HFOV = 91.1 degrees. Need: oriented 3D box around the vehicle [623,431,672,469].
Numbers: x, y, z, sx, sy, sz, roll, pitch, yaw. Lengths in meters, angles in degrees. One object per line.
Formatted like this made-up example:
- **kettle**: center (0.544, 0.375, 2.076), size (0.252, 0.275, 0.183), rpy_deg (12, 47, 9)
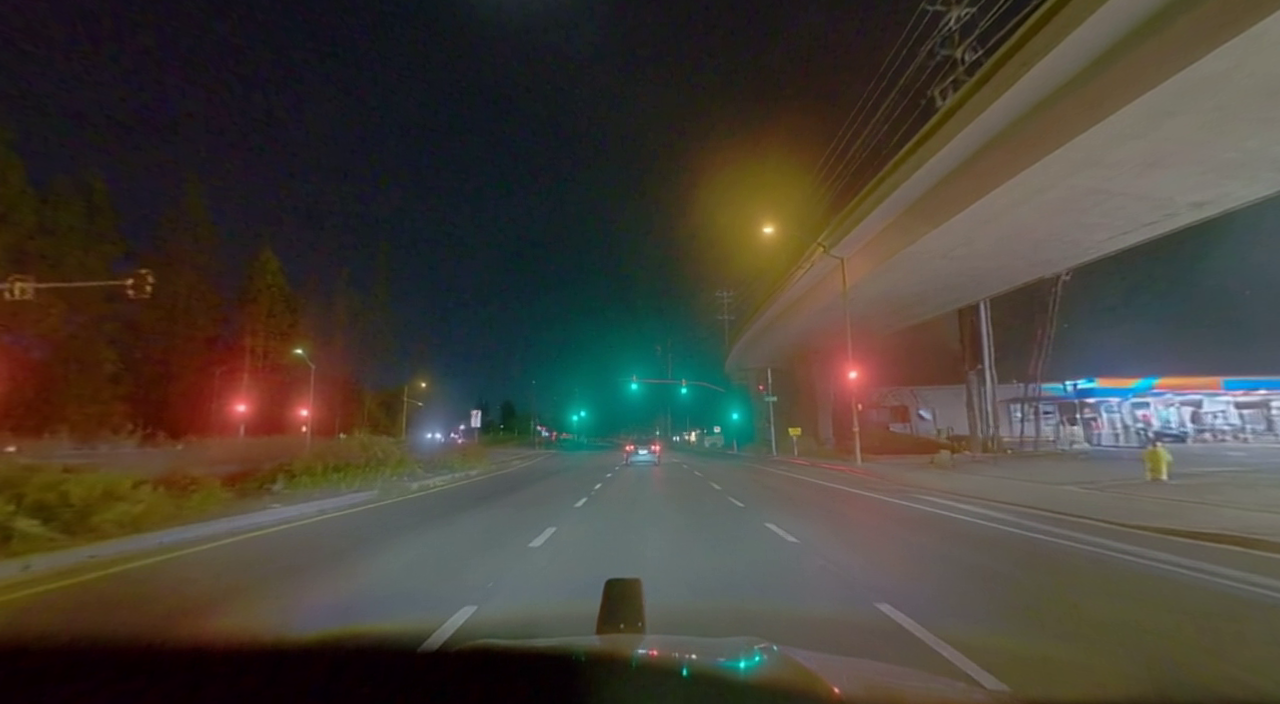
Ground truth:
- **vehicle**: center (0.261, 4.529, 29.090), size (2.074, 1.631, 3.793), rpy_deg (0, -8, -2)
